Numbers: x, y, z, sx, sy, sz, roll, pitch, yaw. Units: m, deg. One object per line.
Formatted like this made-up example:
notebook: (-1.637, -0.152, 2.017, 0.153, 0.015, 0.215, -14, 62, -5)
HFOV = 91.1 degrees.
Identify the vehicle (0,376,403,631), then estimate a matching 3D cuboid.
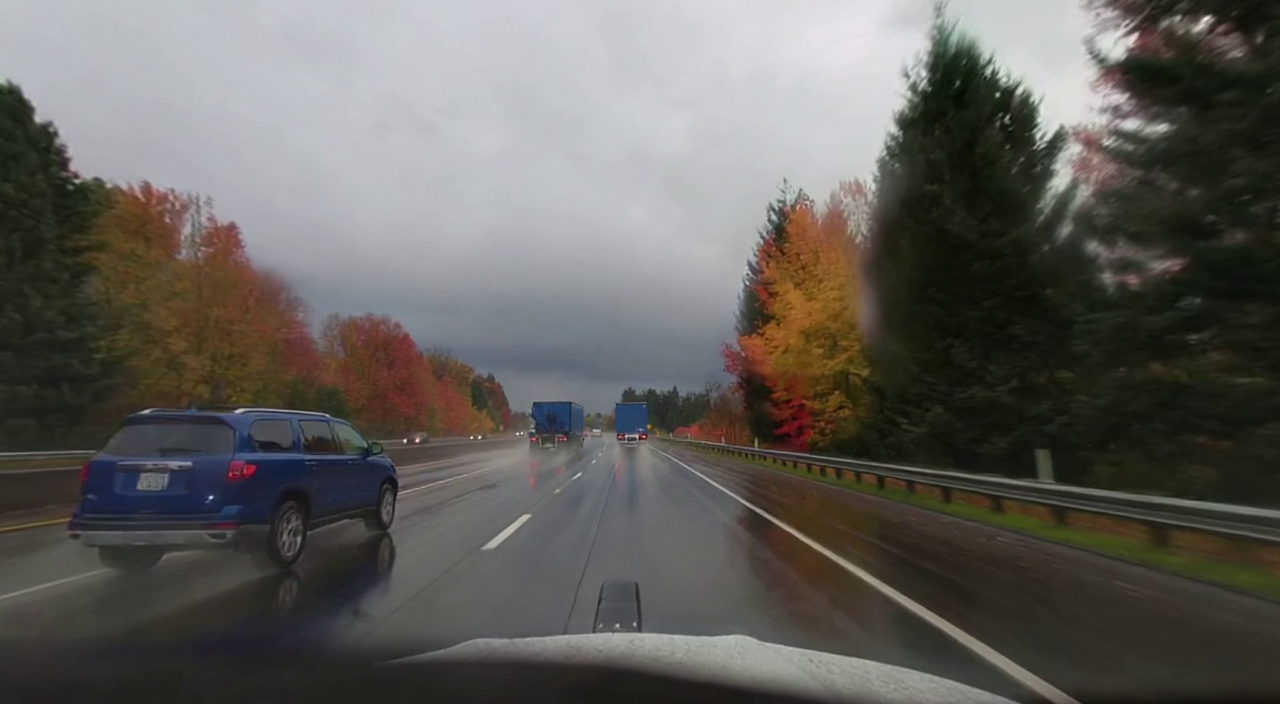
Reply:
vehicle: (-4.354, 1.290, 6.434, 2.089, 1.669, 4.515, 0, -8, 0)

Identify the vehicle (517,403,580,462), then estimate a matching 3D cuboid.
vehicle: (-4.548, 4.157, 32.347, 2.383, 2.726, 5.677, 0, -8, 0)
